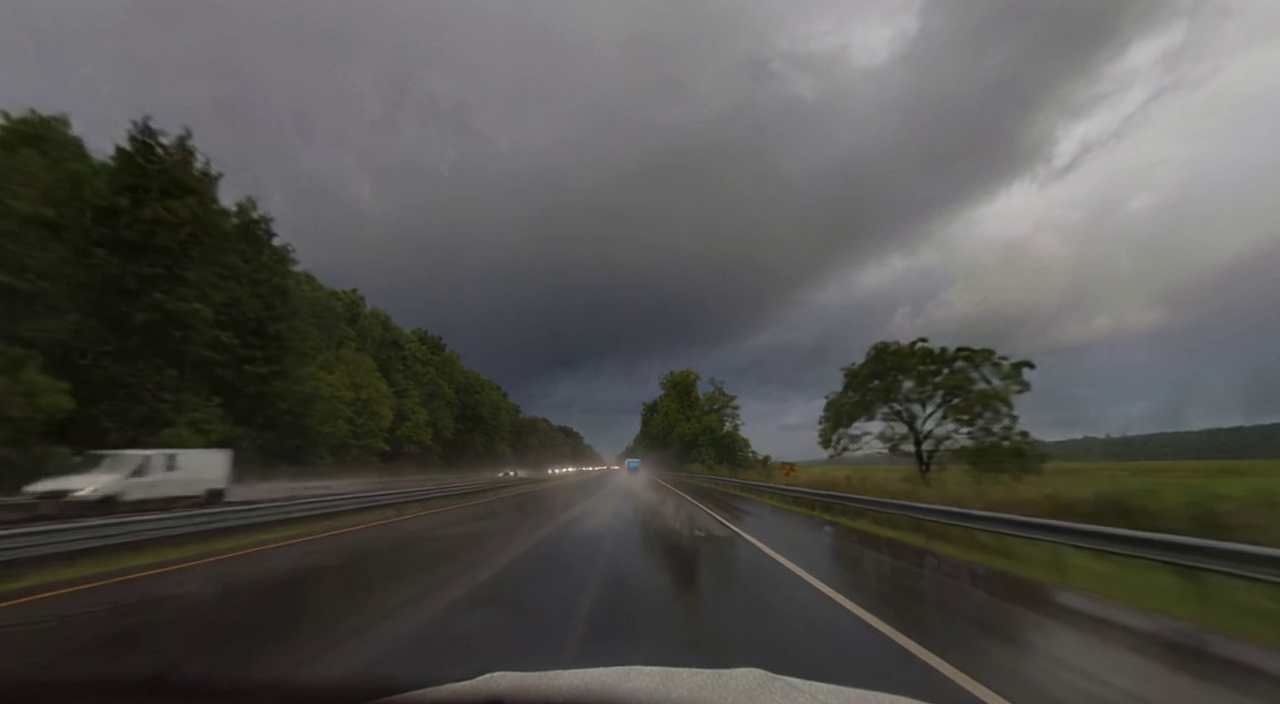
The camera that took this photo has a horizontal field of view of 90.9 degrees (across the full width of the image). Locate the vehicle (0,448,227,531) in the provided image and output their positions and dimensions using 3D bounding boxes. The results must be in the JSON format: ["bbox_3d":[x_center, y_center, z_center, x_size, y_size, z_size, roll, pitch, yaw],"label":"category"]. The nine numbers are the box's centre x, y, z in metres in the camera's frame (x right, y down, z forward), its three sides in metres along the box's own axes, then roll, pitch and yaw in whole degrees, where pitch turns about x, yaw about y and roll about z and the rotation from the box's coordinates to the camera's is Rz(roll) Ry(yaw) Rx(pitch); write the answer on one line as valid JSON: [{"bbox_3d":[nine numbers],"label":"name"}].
[{"bbox_3d":[-12.749,3.303,15.518,1.971,1.687,4.517,1,-10,0],"label":"vehicle"}]
